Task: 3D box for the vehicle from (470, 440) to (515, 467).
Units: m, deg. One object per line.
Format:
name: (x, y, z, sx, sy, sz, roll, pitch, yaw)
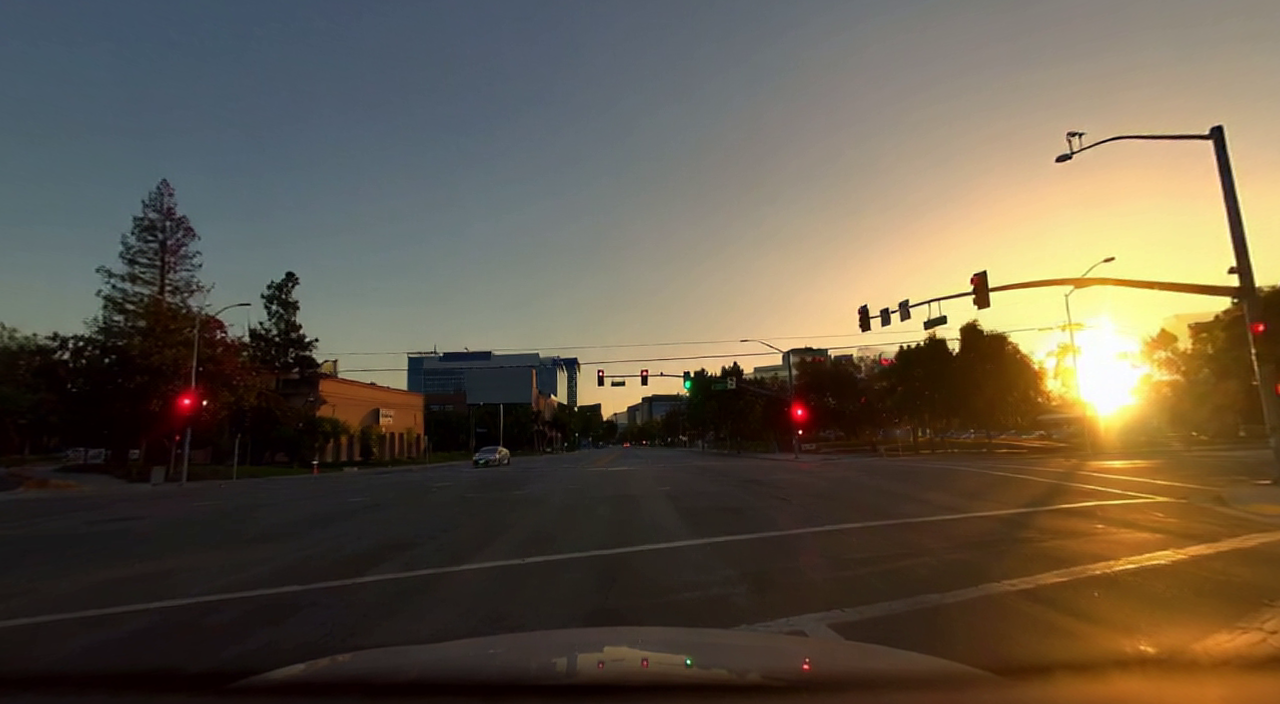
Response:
vehicle: (-9.729, 6.729, 41.976, 1.988, 1.692, 4.412, 0, -8, 0)
